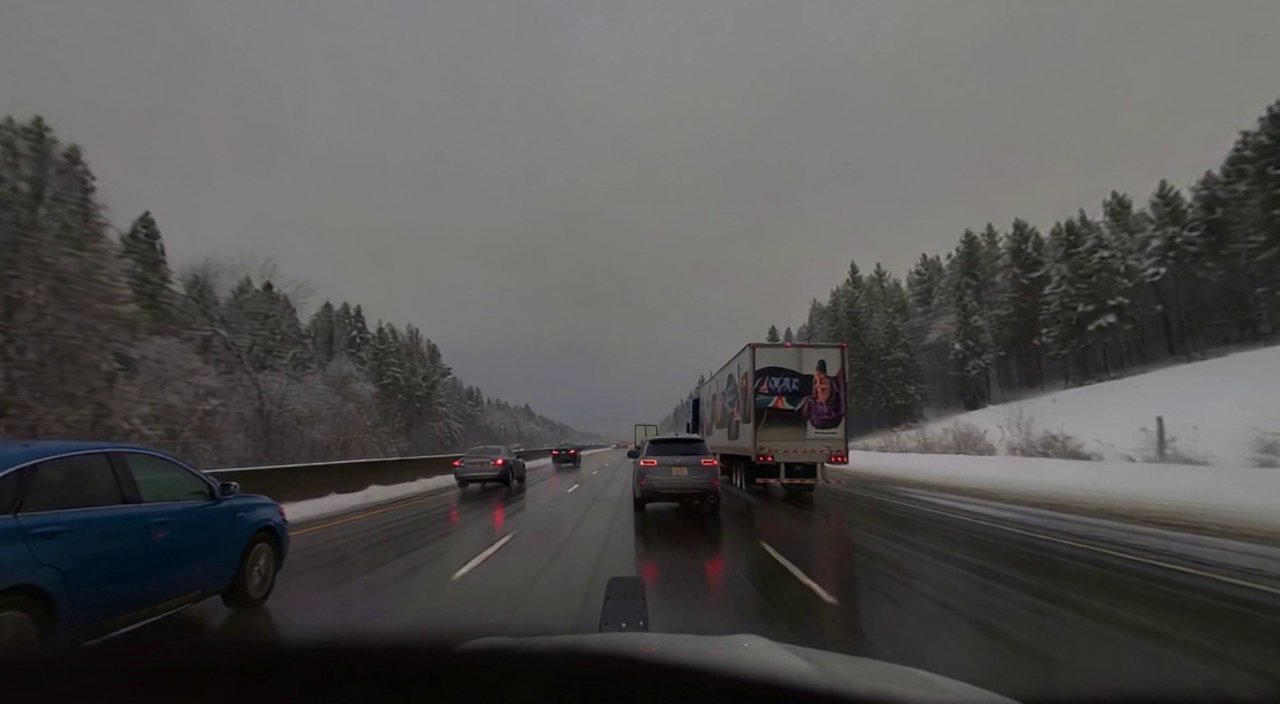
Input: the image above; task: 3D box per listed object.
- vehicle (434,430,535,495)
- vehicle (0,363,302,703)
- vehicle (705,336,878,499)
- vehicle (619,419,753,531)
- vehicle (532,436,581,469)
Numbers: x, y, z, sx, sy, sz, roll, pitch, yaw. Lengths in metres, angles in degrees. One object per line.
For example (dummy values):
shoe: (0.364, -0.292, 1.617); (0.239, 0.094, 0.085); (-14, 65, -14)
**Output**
vehicle: (-4.267, 3.082, 17.917); (1.905, 1.642, 3.803); (0, -8, 0)
vehicle: (-4.060, 0.951, 3.410); (1.983, 1.666, 4.452); (0, -8, 0)
vehicle: (4.498, 2.637, 22.884); (2.828, 4.081, 14.220); (0, -8, 0)
vehicle: (0.653, 2.114, 11.337); (2.017, 1.662, 3.543); (0, -8, -1)
vehicle: (-4.503, 5.488, 34.574); (2.014, 1.683, 4.275); (0, -8, 1)
